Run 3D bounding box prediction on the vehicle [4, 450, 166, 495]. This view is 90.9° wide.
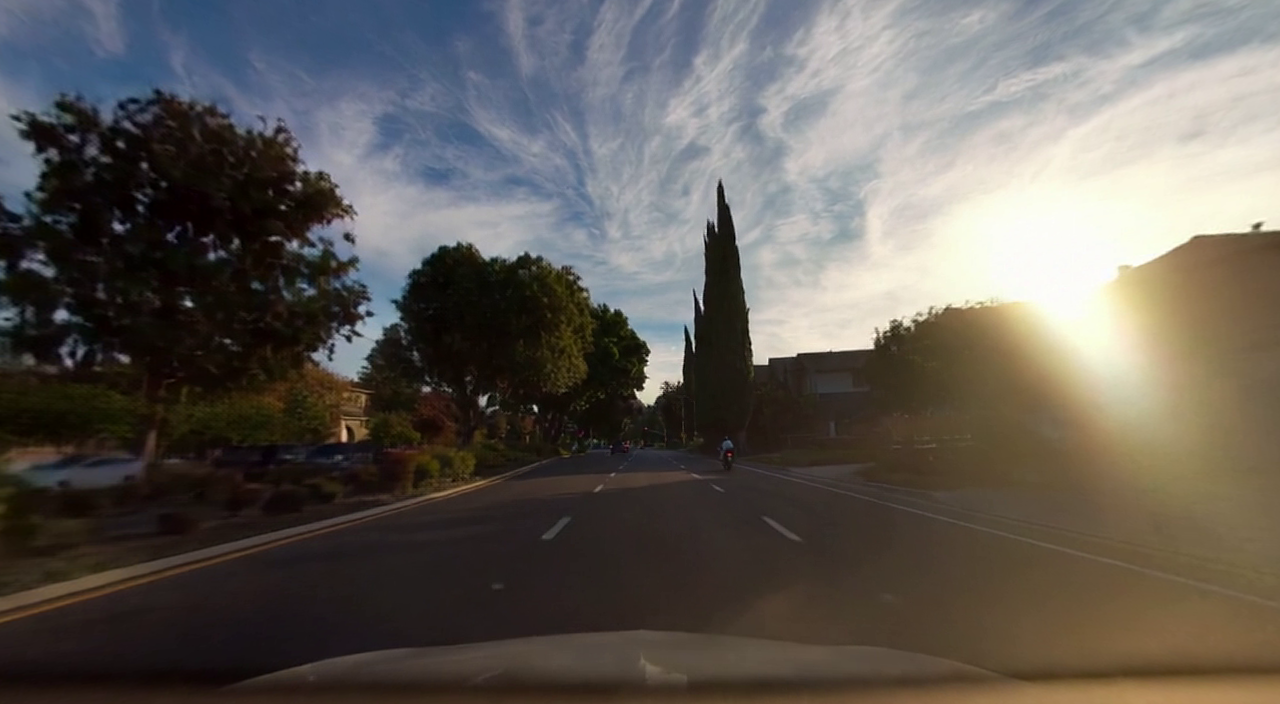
[{"bbox_3d":[-21.109,4.573,24.323,1.888,1.487,4.721,0,-8,1],"label":"vehicle"}]

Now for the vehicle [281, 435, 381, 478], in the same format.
[{"bbox_3d":[-13.479,4.588,27.884,2.103,1.699,4.474,0,-8,1],"label":"vehicle"}]
